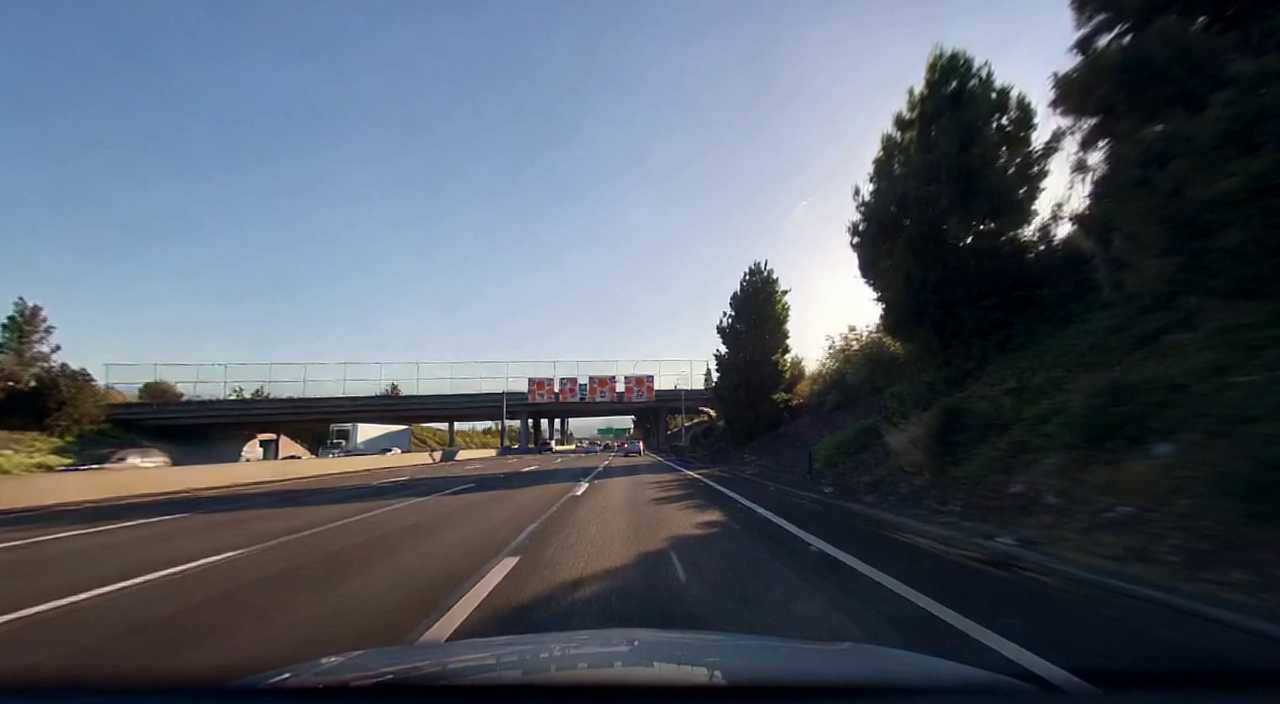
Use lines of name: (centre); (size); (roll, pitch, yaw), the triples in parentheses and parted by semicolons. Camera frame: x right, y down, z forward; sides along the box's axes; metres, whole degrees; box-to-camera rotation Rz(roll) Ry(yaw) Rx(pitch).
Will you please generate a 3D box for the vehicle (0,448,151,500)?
vehicle: (-22.432, 4.756, 25.074); (2.111, 1.806, 4.729); (0, -8, -1)
